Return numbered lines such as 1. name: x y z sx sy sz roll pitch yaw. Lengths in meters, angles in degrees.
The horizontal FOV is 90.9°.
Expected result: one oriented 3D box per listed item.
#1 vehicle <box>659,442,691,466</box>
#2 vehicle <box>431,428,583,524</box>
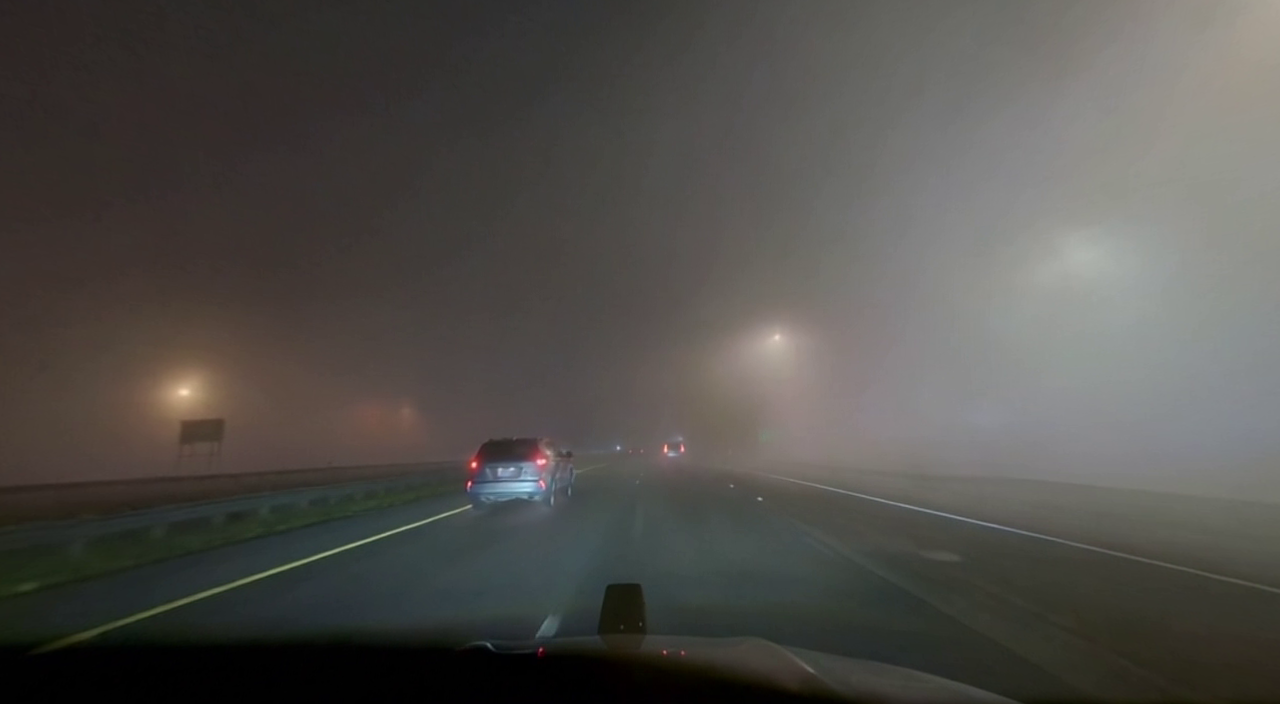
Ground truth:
1. vehicle: 2.436 7.151 44.384 2.073 1.621 3.993 -1 -9 1
2. vehicle: -2.595 2.574 13.615 2.143 1.693 4.513 -1 -9 2
